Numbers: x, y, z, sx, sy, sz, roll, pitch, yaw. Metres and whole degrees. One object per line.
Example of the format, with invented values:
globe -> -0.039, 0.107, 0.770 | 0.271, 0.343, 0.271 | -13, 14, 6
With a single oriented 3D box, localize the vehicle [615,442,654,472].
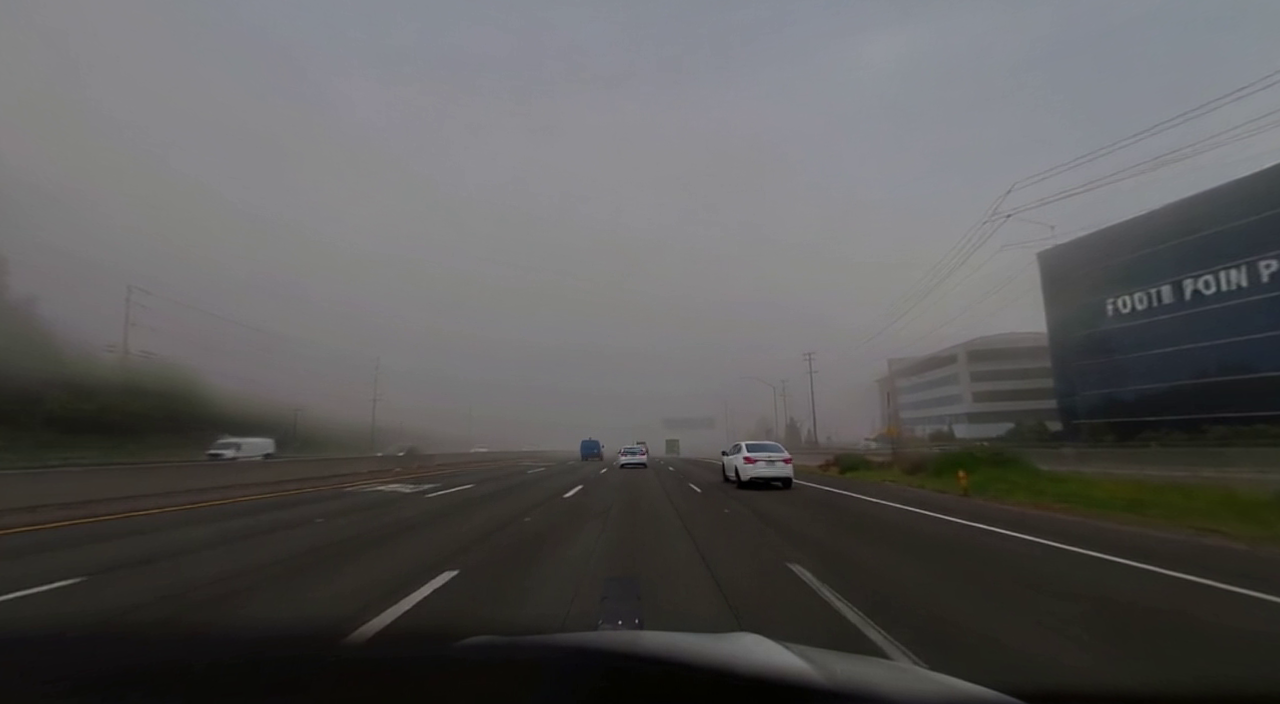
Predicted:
vehicle -> -0.317, 5.637, 34.062 | 2.019, 1.472, 3.971 | 0, -8, -1

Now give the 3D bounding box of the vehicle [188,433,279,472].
vehicle -> -27.876, 6.909, 43.464 | 2.253, 2.447, 5.940 | 0, -8, 1

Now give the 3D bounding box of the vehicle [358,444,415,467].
vehicle -> -16.679, 6.815, 41.640 | 1.968, 1.465, 4.284 | 0, -8, 1

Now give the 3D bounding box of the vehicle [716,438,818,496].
vehicle -> 3.655, 3.377, 18.980 | 1.995, 1.533, 4.463 | 0, -8, -2
